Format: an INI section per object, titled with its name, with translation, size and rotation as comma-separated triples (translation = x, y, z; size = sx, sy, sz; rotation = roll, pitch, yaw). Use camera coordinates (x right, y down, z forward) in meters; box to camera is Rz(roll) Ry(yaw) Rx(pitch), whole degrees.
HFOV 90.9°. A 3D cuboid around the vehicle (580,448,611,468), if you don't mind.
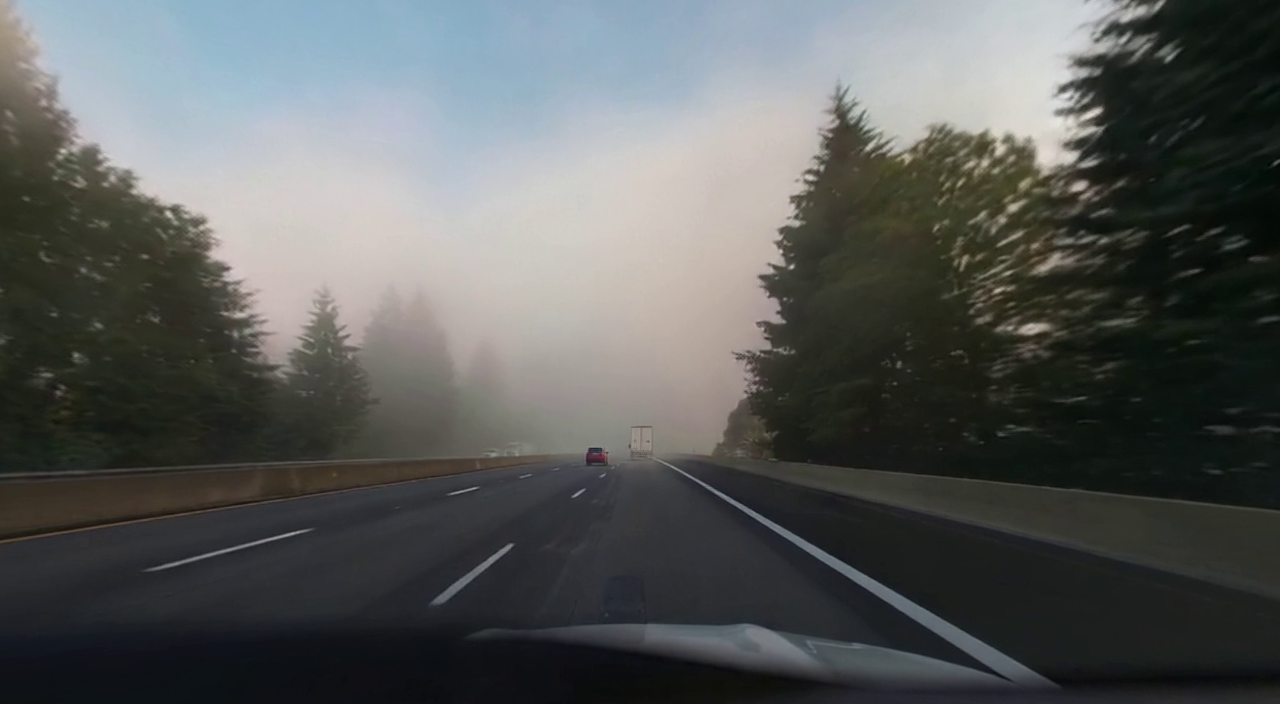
[vehicle]
translation = -3.423, 8.240, 49.165
size = 2.085, 1.506, 4.101
rotation = 0, -9, 0
